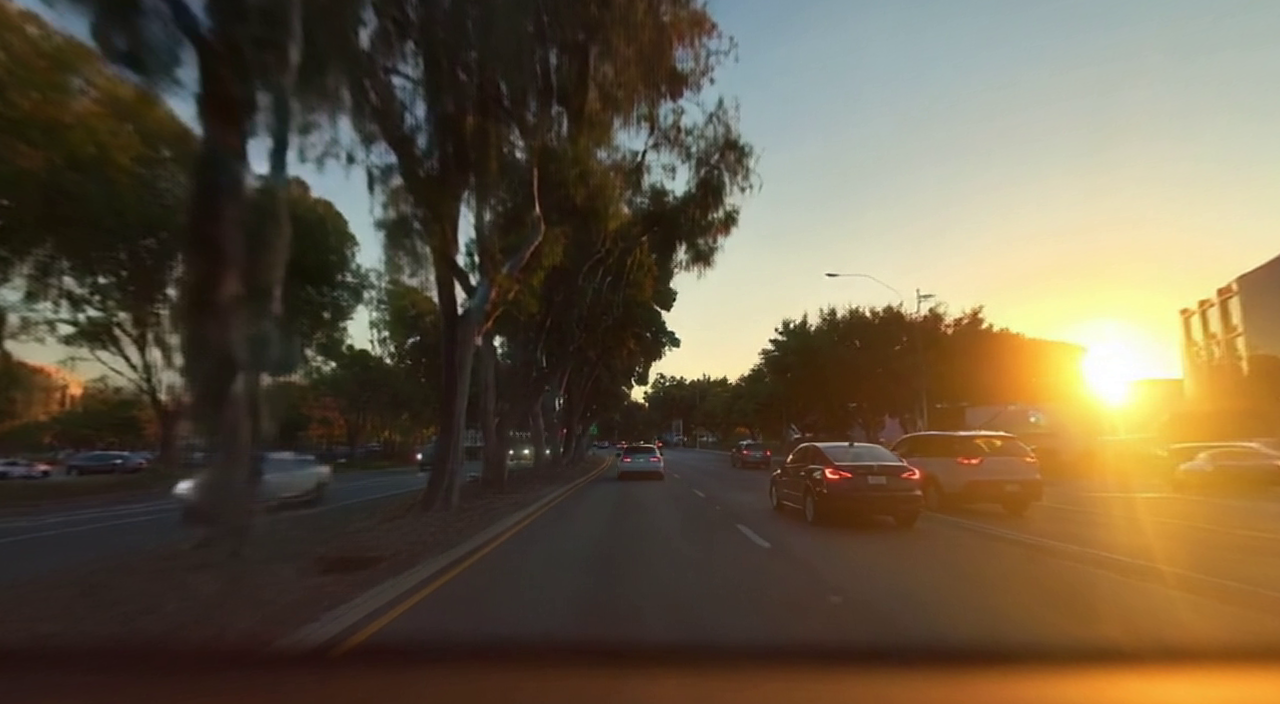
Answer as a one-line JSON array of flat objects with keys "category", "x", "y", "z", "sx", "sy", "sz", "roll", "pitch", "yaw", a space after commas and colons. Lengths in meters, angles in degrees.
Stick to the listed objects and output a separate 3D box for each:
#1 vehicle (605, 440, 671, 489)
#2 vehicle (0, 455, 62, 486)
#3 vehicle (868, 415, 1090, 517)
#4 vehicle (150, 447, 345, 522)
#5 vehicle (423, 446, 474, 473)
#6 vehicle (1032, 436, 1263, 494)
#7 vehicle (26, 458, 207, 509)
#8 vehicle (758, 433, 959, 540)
[{"category": "vehicle", "x": -0.081, "y": 3.708, "z": 21.127, "sx": 1.994, "sy": 1.479, "sz": 3.647, "roll": 0, "pitch": -9, "yaw": -1}, {"category": "vehicle", "x": -34.568, "y": 6.439, "z": 34.137, "sx": 2.222, "sy": 1.536, "sz": 4.849, "roll": -2, "pitch": -9, "yaw": -2}, {"category": "vehicle", "x": 6.927, "y": 2.398, "z": 13.691, "sx": 2.134, "sy": 1.810, "sz": 4.590, "roll": 0, "pitch": -9, "yaw": -2}, {"category": "vehicle", "x": -8.957, "y": 3.014, "z": 14.960, "sx": 1.895, "sy": 1.503, "sz": 4.237, "roll": 0, "pitch": -9, "yaw": 0}, {"category": "vehicle", "x": -12.559, "y": 7.054, "z": 41.738, "sx": 1.954, "sy": 1.689, "sz": 4.443, "roll": 0, "pitch": -9, "yaw": 0}, {"category": "vehicle", "x": 13.852, "y": 3.111, "z": 17.631, "sx": 4.512, "sy": 1.466, "sz": 1.949, "roll": -3, "pitch": -9, "yaw": 18}, {"category": "vehicle", "x": -17.556, "y": 4.400, "z": 21.603, "sx": 1.961, "sy": 1.462, "sz": 4.741, "roll": -1, "pitch": -9, "yaw": 3}, {"category": "vehicle", "x": 3.438, "y": 2.188, "z": 10.941, "sx": 1.858, "sy": 1.466, "sz": 4.230, "roll": 0, "pitch": -9, "yaw": -1}]
